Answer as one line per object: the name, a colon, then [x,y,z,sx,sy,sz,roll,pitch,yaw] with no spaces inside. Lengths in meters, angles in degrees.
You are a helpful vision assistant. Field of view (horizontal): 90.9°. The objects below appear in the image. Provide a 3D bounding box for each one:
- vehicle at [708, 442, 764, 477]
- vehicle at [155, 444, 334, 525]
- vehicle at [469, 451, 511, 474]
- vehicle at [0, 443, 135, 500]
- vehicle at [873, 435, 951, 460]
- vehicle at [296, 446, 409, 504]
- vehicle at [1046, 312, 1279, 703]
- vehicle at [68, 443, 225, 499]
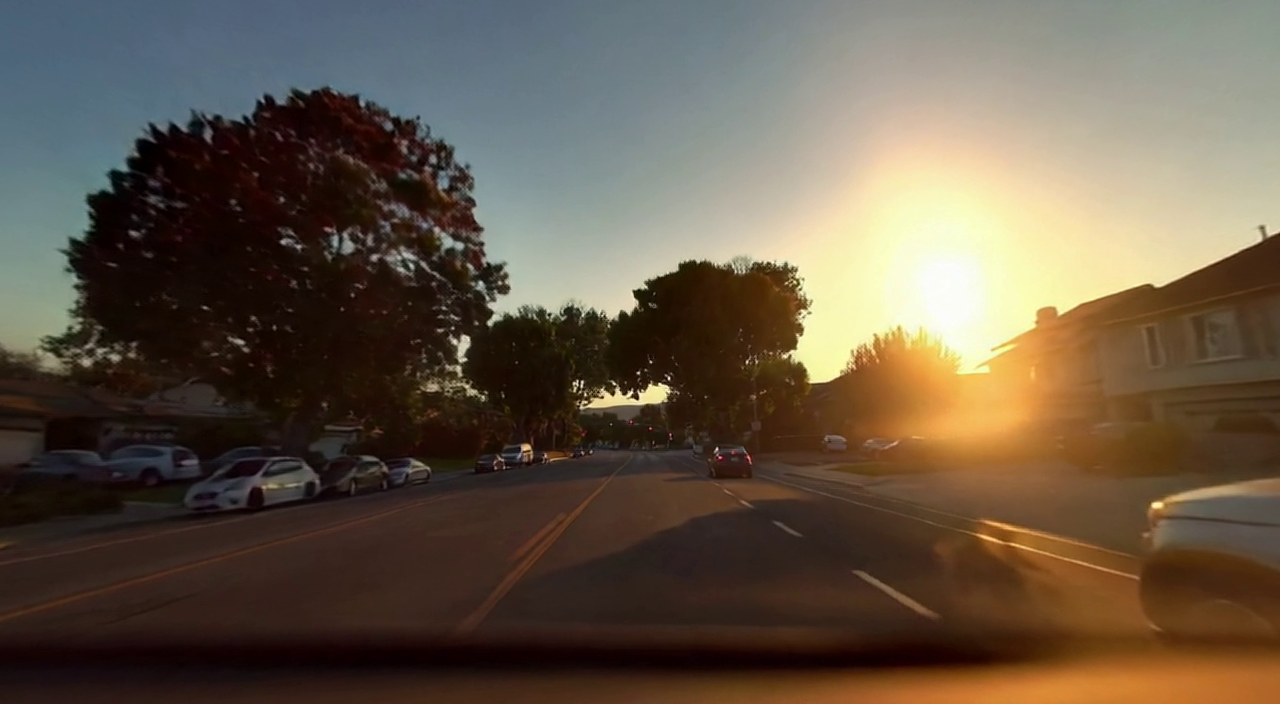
vehicle: [4.398,4.989,29.512,1.956,1.492,4.425,0,-9,0]
vehicle: [-10.709,3.556,17.596,2.083,1.791,4.585,-5,-9,0]
vehicle: [-10.495,7.746,44.417,1.829,1.441,4.355,0,-9,0]
vehicle: [-20.416,4.146,22.072,1.918,1.767,4.063,-3,-9,3]
vehicle: [17.630,6.214,40.986,4.065,1.557,2.107,0,-9,-1]
vehicle: [-10.586,4.501,23.614,2.231,1.736,4.630,-4,-8,-3]
vehicle: [4.027,0.558,1.284,2.497,1.889,5.833,0,-9,0]
vehicle: [-17.544,4.212,22.753,1.914,1.792,4.470,-1,-9,2]
